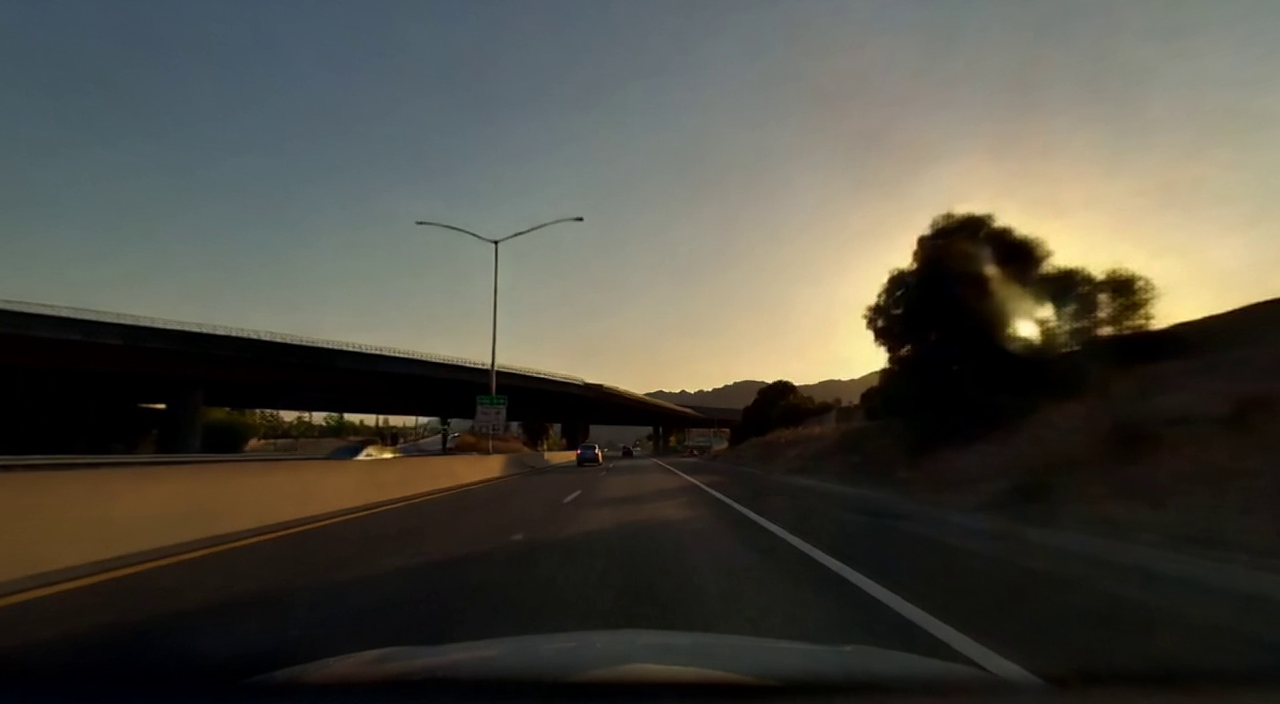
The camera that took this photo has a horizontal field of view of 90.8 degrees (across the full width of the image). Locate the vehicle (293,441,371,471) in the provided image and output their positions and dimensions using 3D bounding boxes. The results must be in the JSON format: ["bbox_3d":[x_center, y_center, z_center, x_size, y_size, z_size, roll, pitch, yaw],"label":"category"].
[{"bbox_3d":[-16.347,5.563,33.750,1.828,1.476,4.618,0,-9,0],"label":"vehicle"}]

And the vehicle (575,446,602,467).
[{"bbox_3d":[-3.874,7.942,48.058,1.835,1.531,3.811,0,-9,-1],"label":"vehicle"}]
